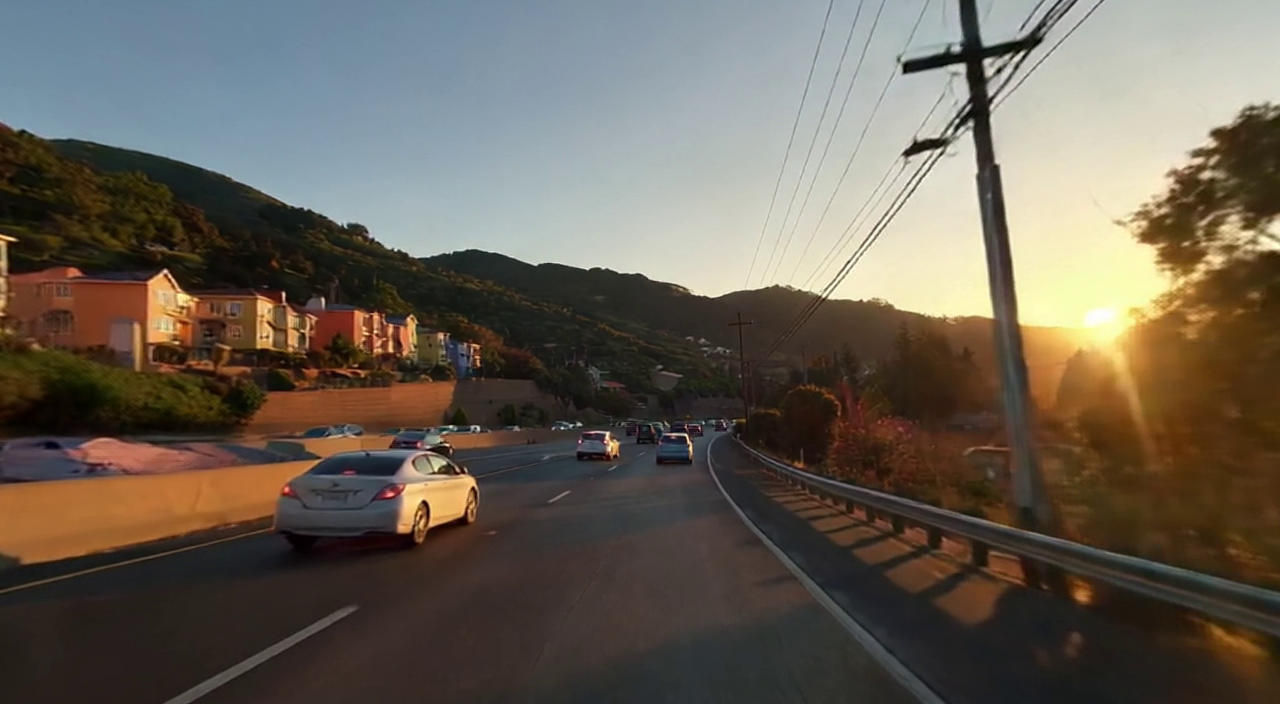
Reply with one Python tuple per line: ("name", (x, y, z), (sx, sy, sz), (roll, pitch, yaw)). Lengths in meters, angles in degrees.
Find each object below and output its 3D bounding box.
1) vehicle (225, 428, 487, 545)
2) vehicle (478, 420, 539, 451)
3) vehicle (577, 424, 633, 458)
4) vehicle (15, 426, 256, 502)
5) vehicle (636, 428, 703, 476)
("vehicle", (-4.245, 2.078, 10.540), (1.956, 1.478, 4.789), (-1, -8, 3))
("vehicle", (-8.142, 5.270, 39.462), (2.080, 1.833, 4.461), (-2, -9, 12))
("vehicle", (-1.737, 4.713, 33.228), (2.121, 1.639, 4.383), (-1, -8, 8))
("vehicle", (-12.520, 2.796, 16.173), (1.986, 1.622, 4.548), (-2, -8, 10))
("vehicle", (1.062, 3.462, 22.029), (2.109, 1.495, 3.935), (-1, -8, 4))
